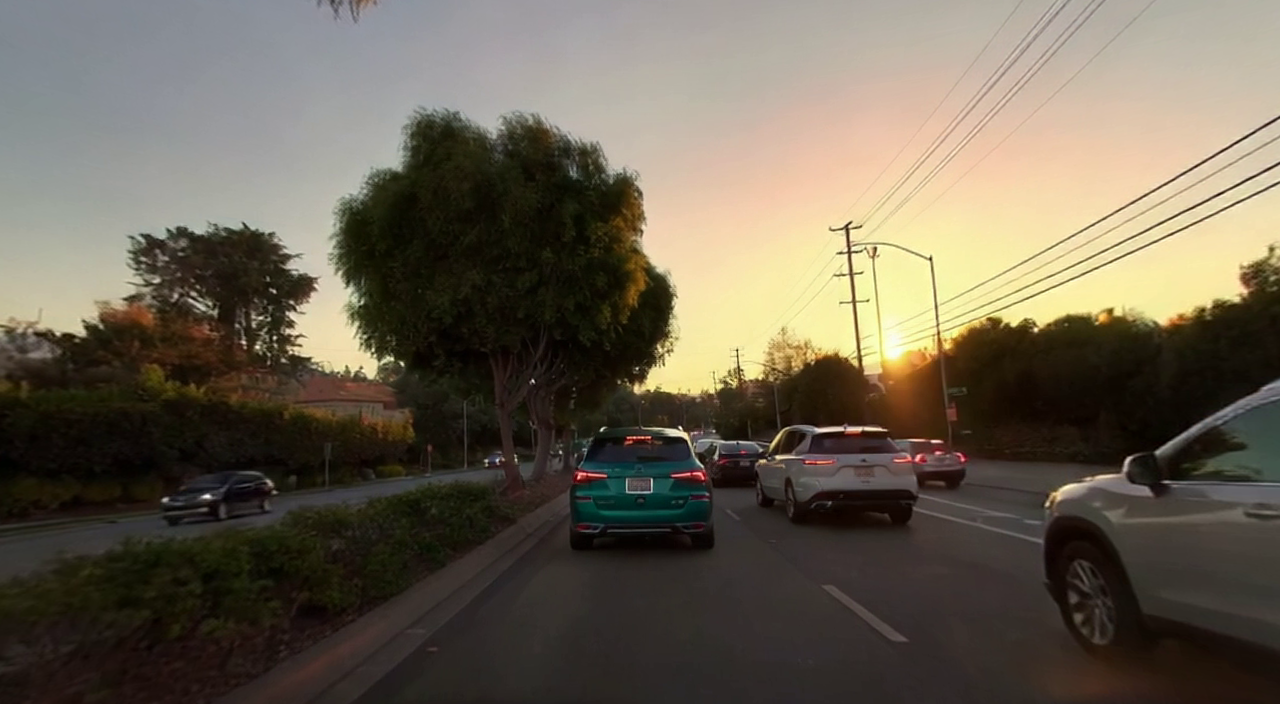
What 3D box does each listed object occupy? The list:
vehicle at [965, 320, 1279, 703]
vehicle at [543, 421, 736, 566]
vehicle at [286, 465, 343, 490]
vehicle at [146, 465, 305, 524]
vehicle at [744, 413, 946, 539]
[{"bbox_3d":[3.525,0.762,2.678,2.001,1.707,4.250,0,-8,0],"label":"vehicle"},{"bbox_3d":[-0.033,1.932,9.410,2.199,1.641,4.232,0,-8,-1],"label":"vehicle"},{"bbox_3d":[-22.722,8.758,44.238,1.847,1.554,3.926,0,-8,0],"label":"vehicle"},{"bbox_3d":[-13.083,4.490,20.379,1.960,1.491,4.700,0,-8,0],"label":"vehicle"},{"bbox_3d":[3.361,2.145,11.563,2.097,1.818,4.625,0,-8,0],"label":"vehicle"}]
